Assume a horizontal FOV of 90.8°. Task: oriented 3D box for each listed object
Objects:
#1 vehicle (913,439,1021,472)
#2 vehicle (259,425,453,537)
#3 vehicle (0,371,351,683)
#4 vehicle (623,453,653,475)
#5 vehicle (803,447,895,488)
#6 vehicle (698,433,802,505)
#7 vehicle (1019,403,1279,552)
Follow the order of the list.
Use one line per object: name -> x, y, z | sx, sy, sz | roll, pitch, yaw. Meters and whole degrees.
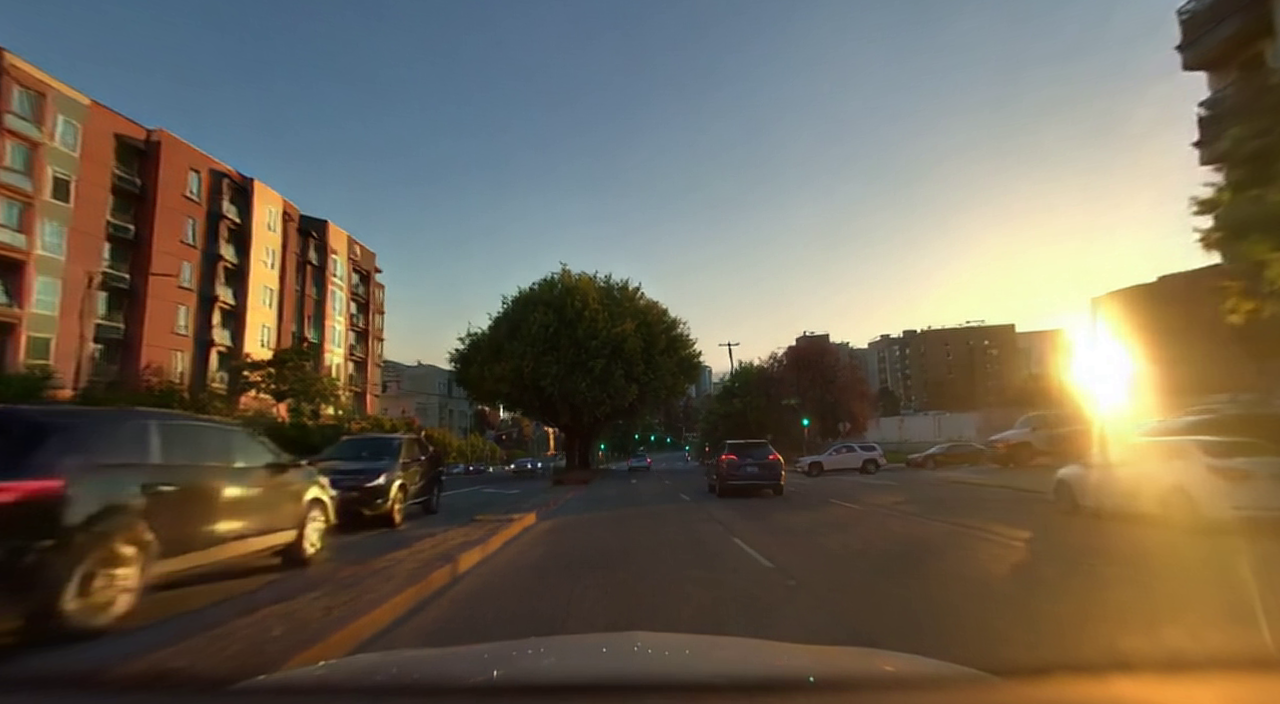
vehicle -> 16.914, 5.352, 32.782 | 4.612, 1.632, 1.858 | 1, -8, -6
vehicle -> -5.482, 2.518, 13.005 | 2.080, 1.857, 4.456 | 0, -8, -3
vehicle -> -4.838, 1.305, 5.512 | 2.009, 1.837, 5.590 | 0, -8, 0
vehicle -> -0.197, 8.180, 46.360 | 2.059, 1.492, 4.033 | 0, -8, -2
vehicle -> 8.683, 4.820, 26.804 | 1.940, 1.512, 5.129 | 0, -8, -3
vehicle -> 3.083, 3.418, 18.934 | 2.129, 1.844, 4.767 | 0, -8, -2
vehicle -> 8.964, 1.993, 10.757 | 1.939, 1.927, 4.833 | 0, -8, -1
